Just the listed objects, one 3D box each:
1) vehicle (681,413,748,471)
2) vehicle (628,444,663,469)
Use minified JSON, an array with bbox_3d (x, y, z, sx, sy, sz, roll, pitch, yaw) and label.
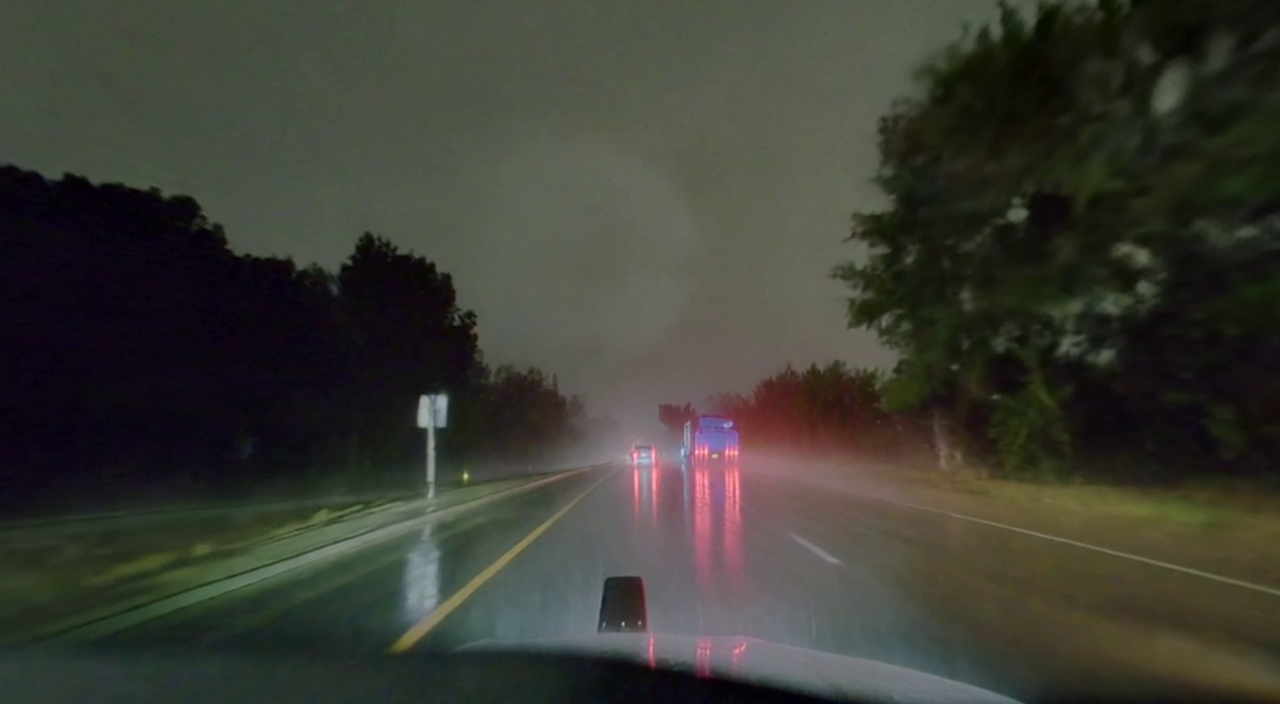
[{"bbox_3d":[4.399,5.593,38.911,3.015,3.211,7.982,0,-8,-1],"label":"vehicle"},{"bbox_3d":[0.360,6.680,40.368,2.170,1.544,4.373,0,-8,1],"label":"vehicle"}]
